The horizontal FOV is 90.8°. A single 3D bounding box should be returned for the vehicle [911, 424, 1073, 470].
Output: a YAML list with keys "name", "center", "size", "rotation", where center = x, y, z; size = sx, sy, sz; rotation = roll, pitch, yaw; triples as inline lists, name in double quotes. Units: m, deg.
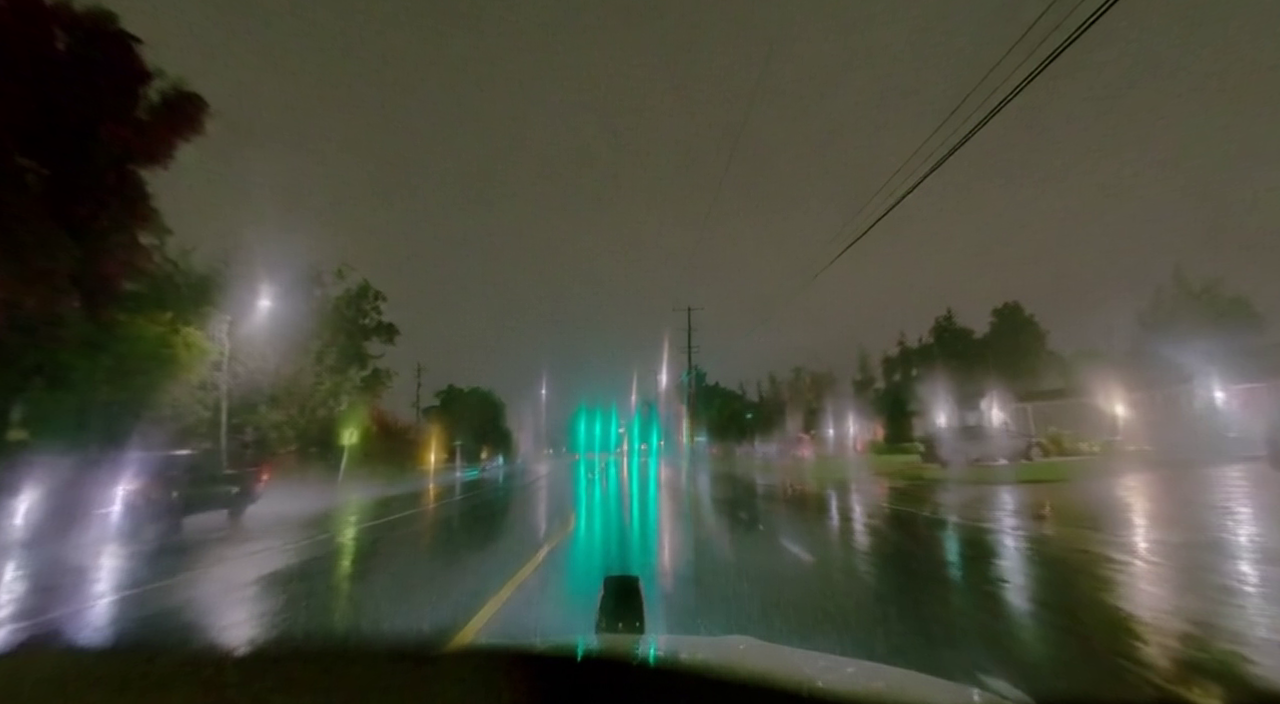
- name: "vehicle"
  center: [12.794, 3.482, 23.194]
  size: [4.767, 1.557, 1.994]
  rotation: [0, -9, -2]

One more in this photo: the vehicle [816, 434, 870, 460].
- name: "vehicle"
  center: [12.772, 6.011, 39.967]
  size: [1.889, 1.499, 4.218]
  rotation: [0, -9, -1]

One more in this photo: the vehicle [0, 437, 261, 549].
- name: "vehicle"
  center: [-11.294, 3.036, 14.180]
  size: [2.347, 1.960, 5.167]
  rotation: [-2, -10, 0]

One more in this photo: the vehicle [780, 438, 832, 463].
- name: "vehicle"
  center: [10.280, 6.135, 39.414]
  size: [1.847, 1.455, 4.650]
  rotation: [0, -9, -1]
